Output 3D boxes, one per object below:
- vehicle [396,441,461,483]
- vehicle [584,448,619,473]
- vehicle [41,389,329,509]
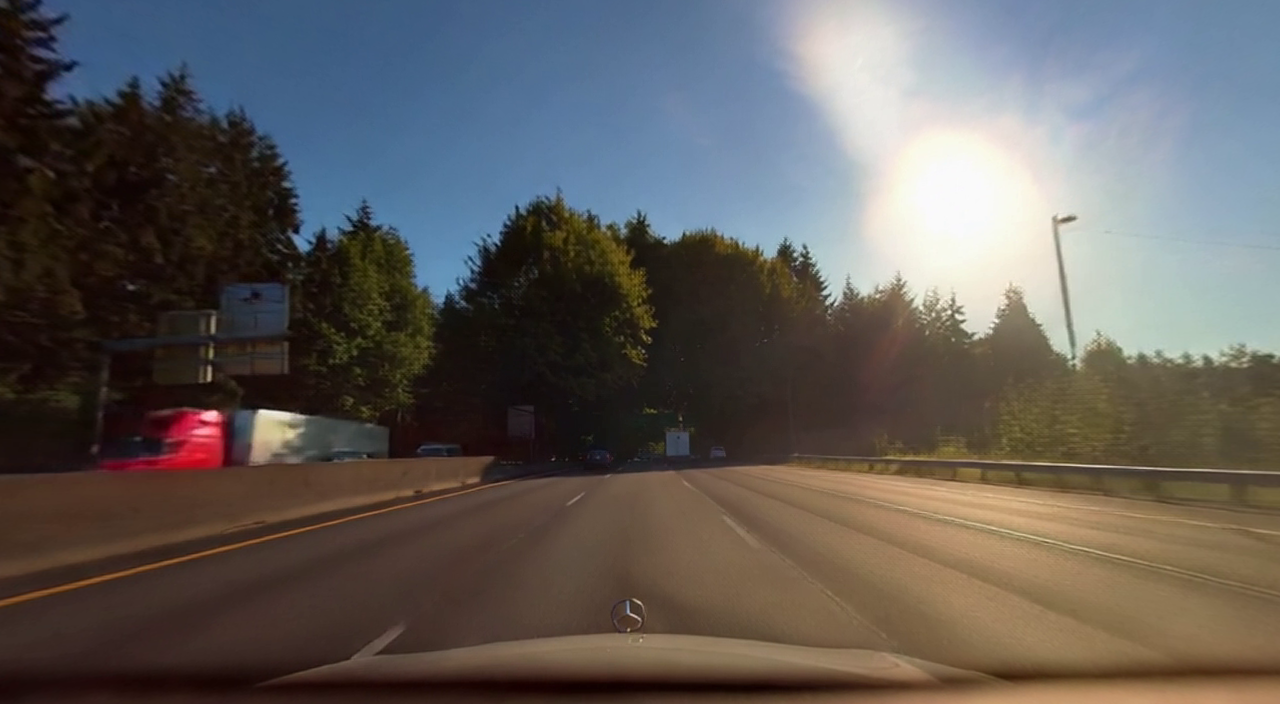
[{"bbox_3d":[-13.984,7.304,42.127,2.331,2.554,5.554,0,-9,1],"label":"vehicle"},{"bbox_3d":[-2.662,7.656,44.721,2.086,1.650,4.122,0,-9,2],"label":"vehicle"},{"bbox_3d":[-18.193,4.158,27.144,3.189,3.995,12.063,0,-9,1],"label":"vehicle"}]
